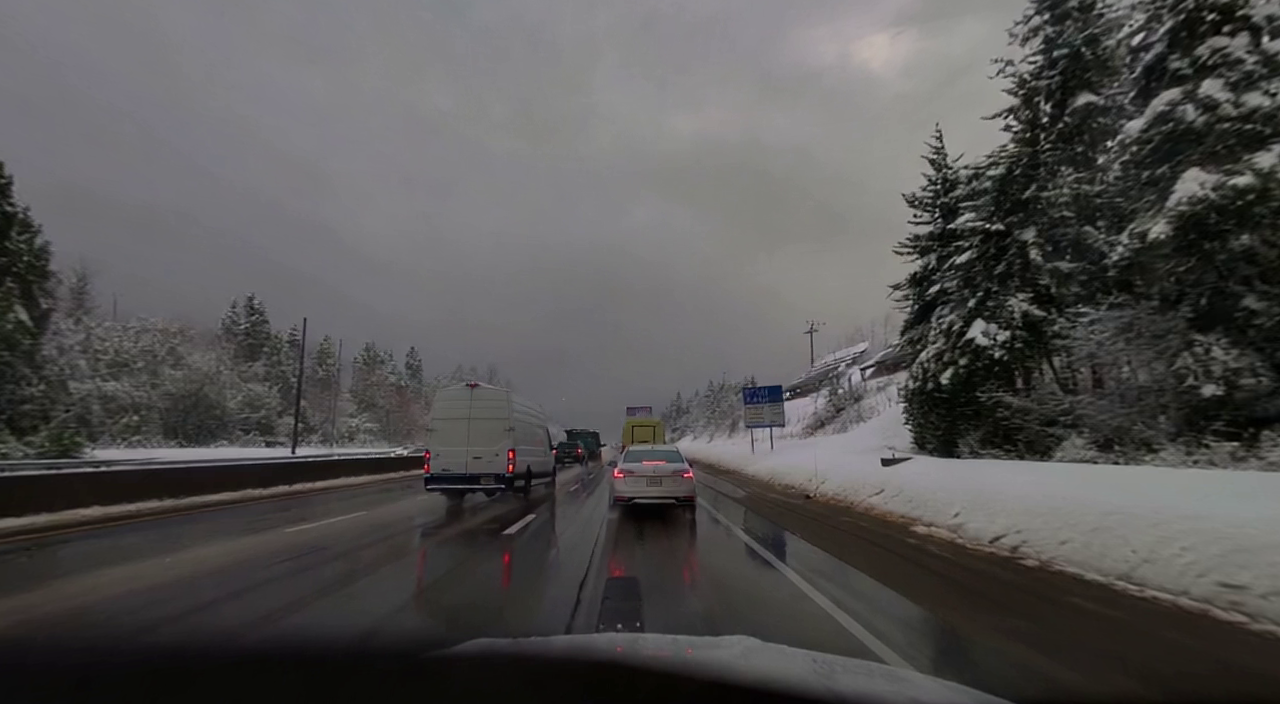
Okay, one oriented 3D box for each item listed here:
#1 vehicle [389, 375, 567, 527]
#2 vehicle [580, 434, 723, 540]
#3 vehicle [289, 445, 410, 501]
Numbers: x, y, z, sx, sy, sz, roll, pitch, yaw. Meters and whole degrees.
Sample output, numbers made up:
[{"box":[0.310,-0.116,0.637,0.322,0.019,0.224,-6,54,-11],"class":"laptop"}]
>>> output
[{"box":[-3.329,2.303,14.873,2.289,2.757,6.726,0,-9,1],"class":"vehicle"},{"box":[0.143,2.226,10.940,2.063,1.507,3.488,0,-9,-1],"class":"vehicle"},{"box":[-8.524,3.546,18.869,1.876,1.482,3.539,0,-9,1],"class":"vehicle"}]
